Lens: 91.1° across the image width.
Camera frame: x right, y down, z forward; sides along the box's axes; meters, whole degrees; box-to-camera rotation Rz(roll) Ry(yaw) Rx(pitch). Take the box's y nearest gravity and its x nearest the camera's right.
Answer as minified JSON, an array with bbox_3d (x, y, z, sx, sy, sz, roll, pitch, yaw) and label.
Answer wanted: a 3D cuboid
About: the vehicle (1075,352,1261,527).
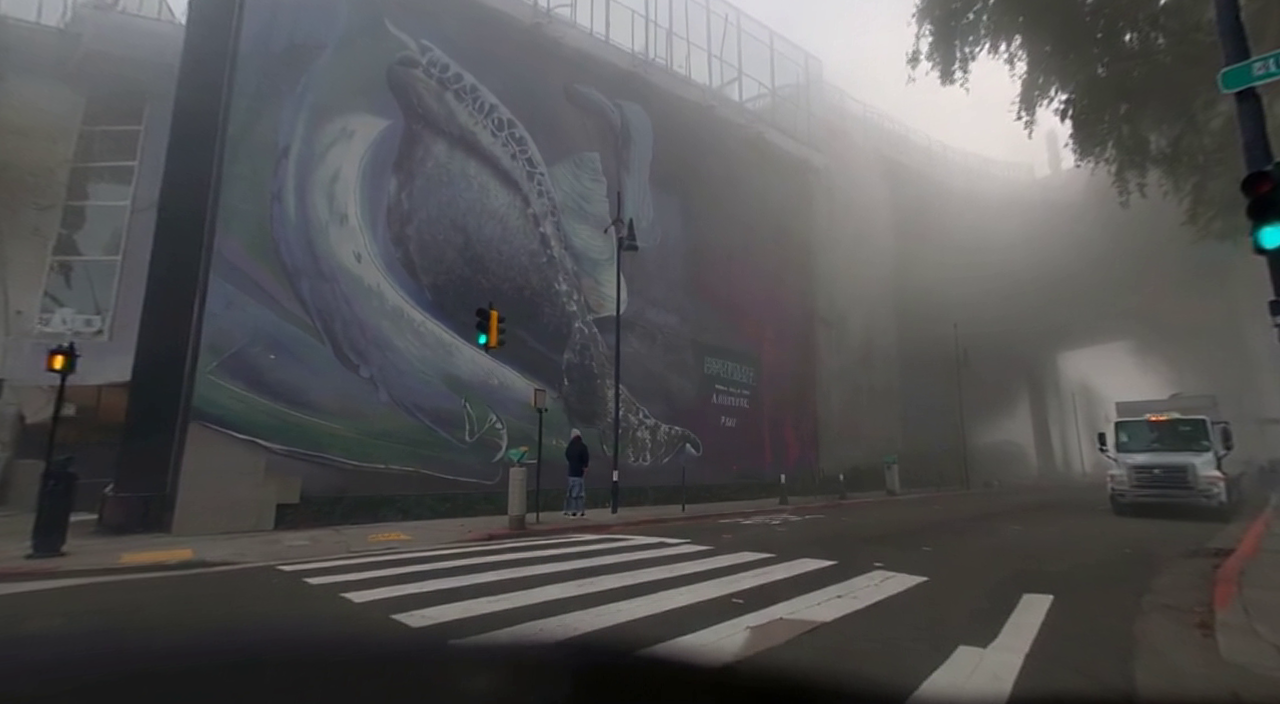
[{"bbox_3d":[15.700,2.556,18.309,9.347,3.893,2.849,8,-12,-44],"label":"vehicle"}]
